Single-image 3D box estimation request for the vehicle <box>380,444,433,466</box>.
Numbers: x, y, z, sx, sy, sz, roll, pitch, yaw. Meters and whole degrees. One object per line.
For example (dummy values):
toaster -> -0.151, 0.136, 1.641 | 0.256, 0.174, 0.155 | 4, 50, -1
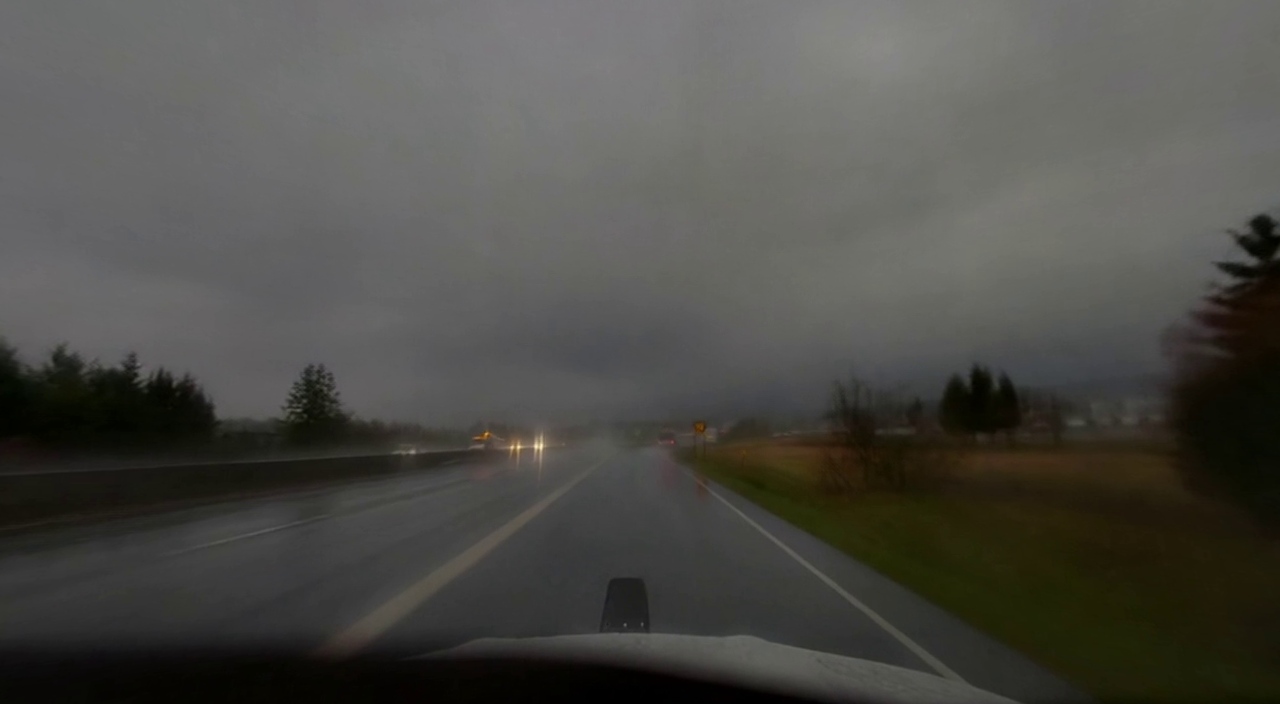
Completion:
vehicle -> -16.642, 7.333, 44.951 | 1.888, 1.502, 4.814 | 0, -8, 0
